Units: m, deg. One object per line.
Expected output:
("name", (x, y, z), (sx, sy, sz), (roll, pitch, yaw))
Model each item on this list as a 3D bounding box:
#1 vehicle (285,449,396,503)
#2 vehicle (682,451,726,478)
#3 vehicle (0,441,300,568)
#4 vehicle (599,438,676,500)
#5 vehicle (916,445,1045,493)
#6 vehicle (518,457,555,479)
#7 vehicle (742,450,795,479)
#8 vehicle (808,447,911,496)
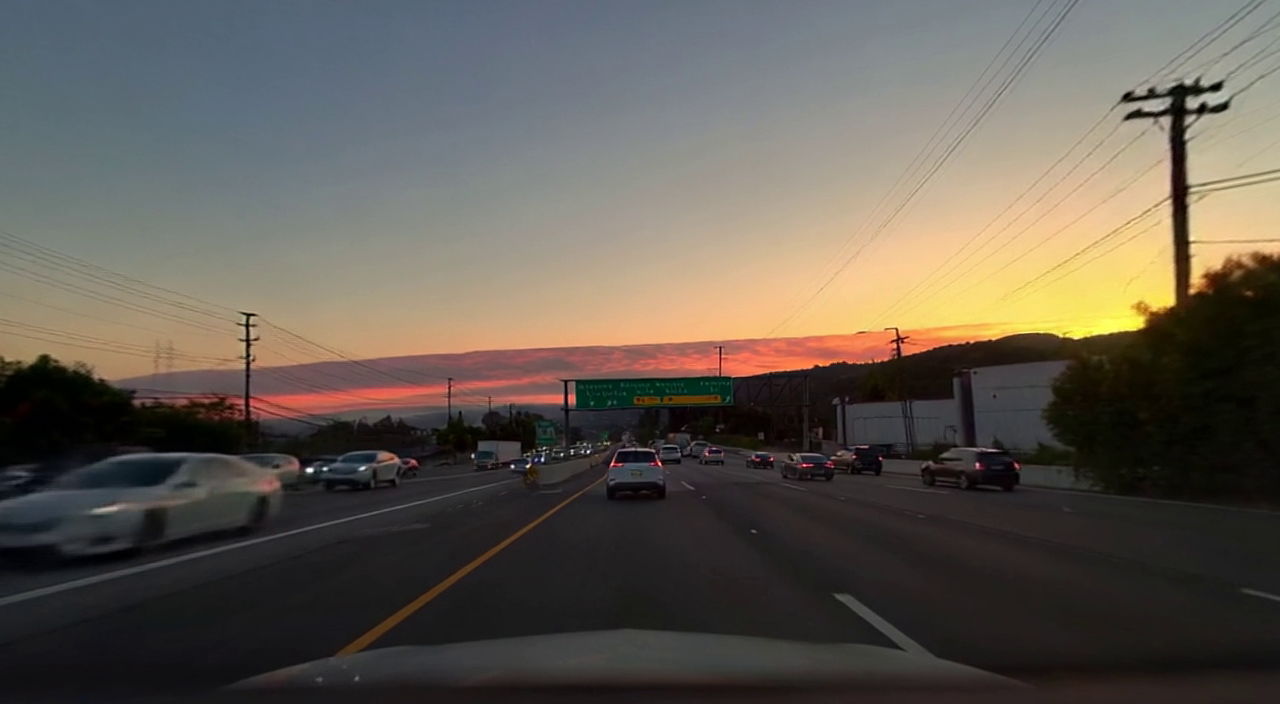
("vehicle", (-10.921, 4.499, 23.450), (1.955, 1.758, 4.486), (0, -9, -1))
("vehicle", (3.773, 6.665, 37.730), (2.115, 1.481, 3.968), (0, -9, -1))
("vehicle", (-7.879, 2.297, 10.410), (2.004, 1.596, 4.520), (0, -9, 0))
("vehicle", (-0.093, 3.826, 21.118), (2.298, 1.809, 4.359), (0, -9, 0))
("vehicle", (11.583, 3.978, 21.902), (1.901, 1.485, 4.483), (0, -9, -1))
("vehicle", (-7.672, 8.626, 47.279), (1.937, 1.477, 4.561), (0, -9, 2))
("vehicle", (7.106, 6.245, 35.373), (1.934, 1.461, 4.368), (0, -9, -2))
("vehicle", (7.356, 4.015, 21.687), (1.958, 1.473, 4.201), (0, -9, -1))
